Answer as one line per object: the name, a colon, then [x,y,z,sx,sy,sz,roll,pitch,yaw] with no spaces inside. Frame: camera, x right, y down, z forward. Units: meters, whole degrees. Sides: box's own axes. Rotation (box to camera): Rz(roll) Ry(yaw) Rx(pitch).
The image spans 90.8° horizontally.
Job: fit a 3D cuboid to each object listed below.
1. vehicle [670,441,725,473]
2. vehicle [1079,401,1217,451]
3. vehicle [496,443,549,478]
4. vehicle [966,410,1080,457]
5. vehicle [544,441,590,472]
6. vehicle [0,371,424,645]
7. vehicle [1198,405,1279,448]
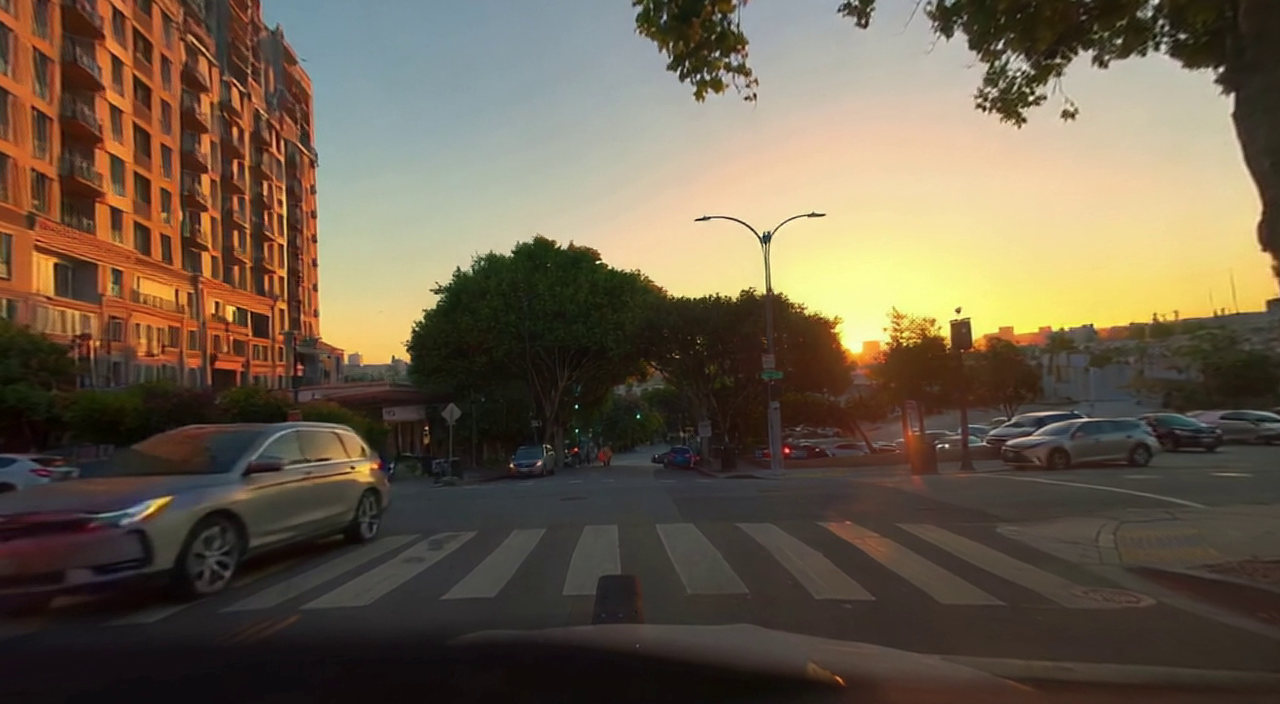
vehicle: [3.205,5.687,34.385,1.942,1.603,3.785,-4,-9,22]
vehicle: [22.332,3.400,28.128,2.137,1.962,4.988,-1,-9,3]
vehicle: [-7.572,7.030,41.277,2.193,1.814,5.061,-9,-9,0]
vehicle: [16.770,3.663,27.981,2.041,1.921,4.574,0,-9,-2]
vehicle: [-4.410,6.364,38.619,2.102,1.768,4.290,-1,-8,3]
vehicle: [-4.897,1.595,7.496,2.395,1.865,5.982,-5,-9,2]
vehicle: [27.844,3.323,27.892,1.894,1.757,4.692,0,-9,-3]
